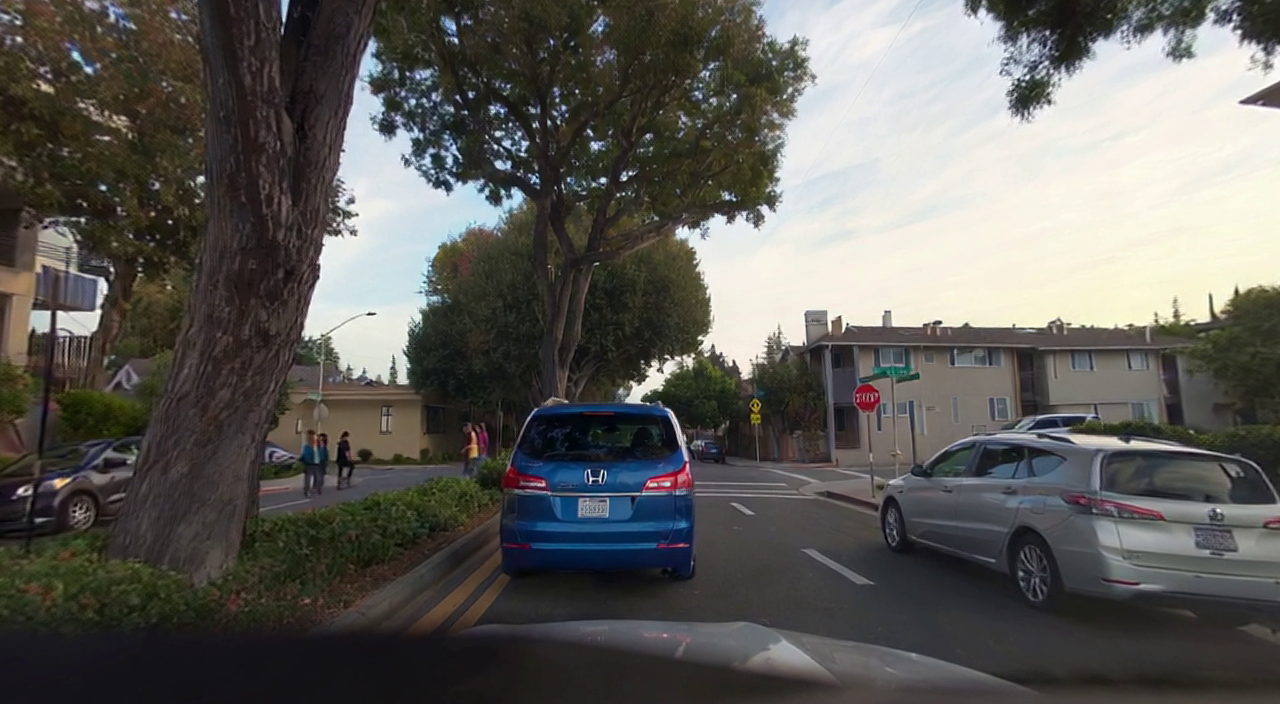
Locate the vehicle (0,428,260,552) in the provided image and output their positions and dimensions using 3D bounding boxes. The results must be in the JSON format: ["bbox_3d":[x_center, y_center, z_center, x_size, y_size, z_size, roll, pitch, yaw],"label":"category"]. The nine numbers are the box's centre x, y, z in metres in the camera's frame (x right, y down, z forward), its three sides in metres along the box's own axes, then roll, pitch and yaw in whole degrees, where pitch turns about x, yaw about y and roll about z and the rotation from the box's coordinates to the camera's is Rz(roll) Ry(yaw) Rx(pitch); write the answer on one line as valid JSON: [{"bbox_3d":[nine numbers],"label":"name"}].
[{"bbox_3d":[-8.293,2.021,10.056,1.825,1.532,4.083,-3,-7,2],"label":"vehicle"}]

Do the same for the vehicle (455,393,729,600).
[{"bbox_3d":[-0.423,1.599,7.884,2.377,1.787,4.652,0,-8,0],"label":"vehicle"}]

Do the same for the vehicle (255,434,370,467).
[{"bbox_3d":[-15.440,4.675,29.845,4.387,1.495,1.811,1,-8,-3],"label":"vehicle"}]

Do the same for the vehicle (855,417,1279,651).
[{"bbox_3d":[4.218,1.681,6.908,1.959,1.581,4.731,4,-9,-2],"label":"vehicle"}]
